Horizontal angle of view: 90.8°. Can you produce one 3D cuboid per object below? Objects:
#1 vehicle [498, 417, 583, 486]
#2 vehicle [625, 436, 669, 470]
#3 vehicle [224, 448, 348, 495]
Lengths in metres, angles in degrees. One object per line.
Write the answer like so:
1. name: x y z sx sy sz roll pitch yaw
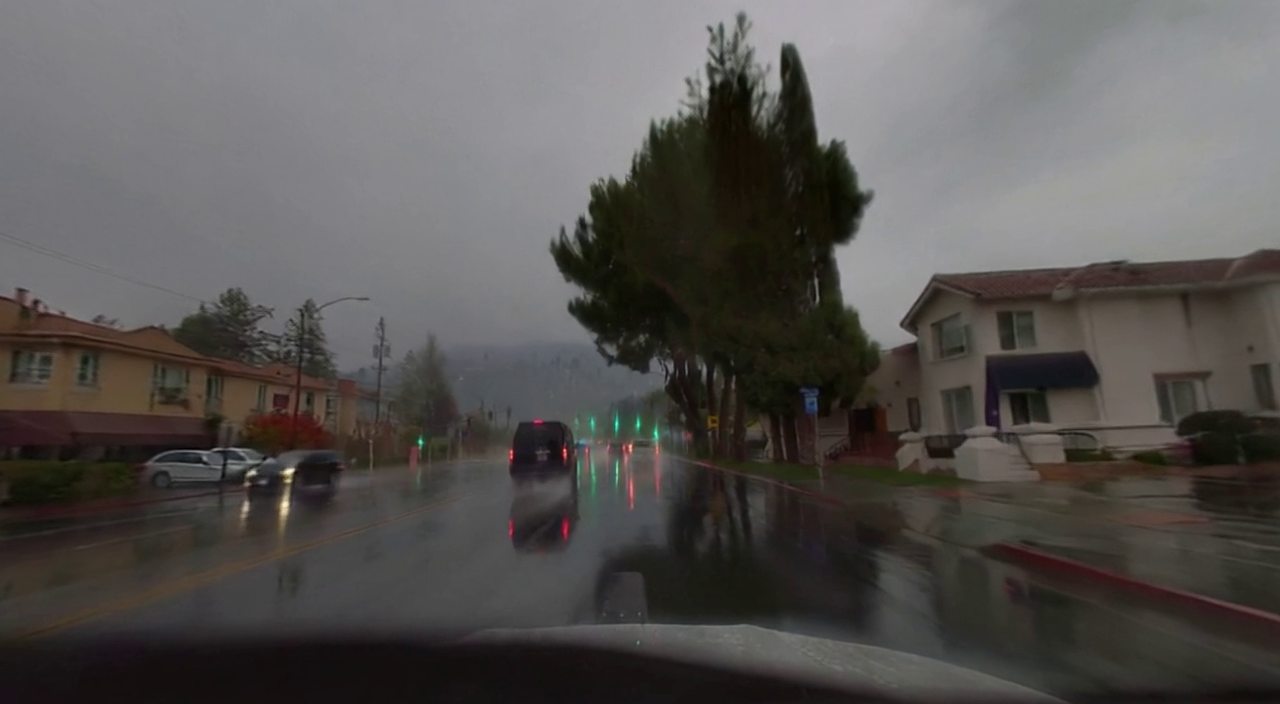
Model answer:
1. vehicle: -3.342 3.499 22.364 2.213 2.123 5.124 0 -8 -1
2. vehicle: 0.304 5.347 33.676 2.126 1.657 4.132 0 -8 -3
3. vehicle: -13.228 4.464 24.078 2.055 1.546 5.019 0 -8 -4
